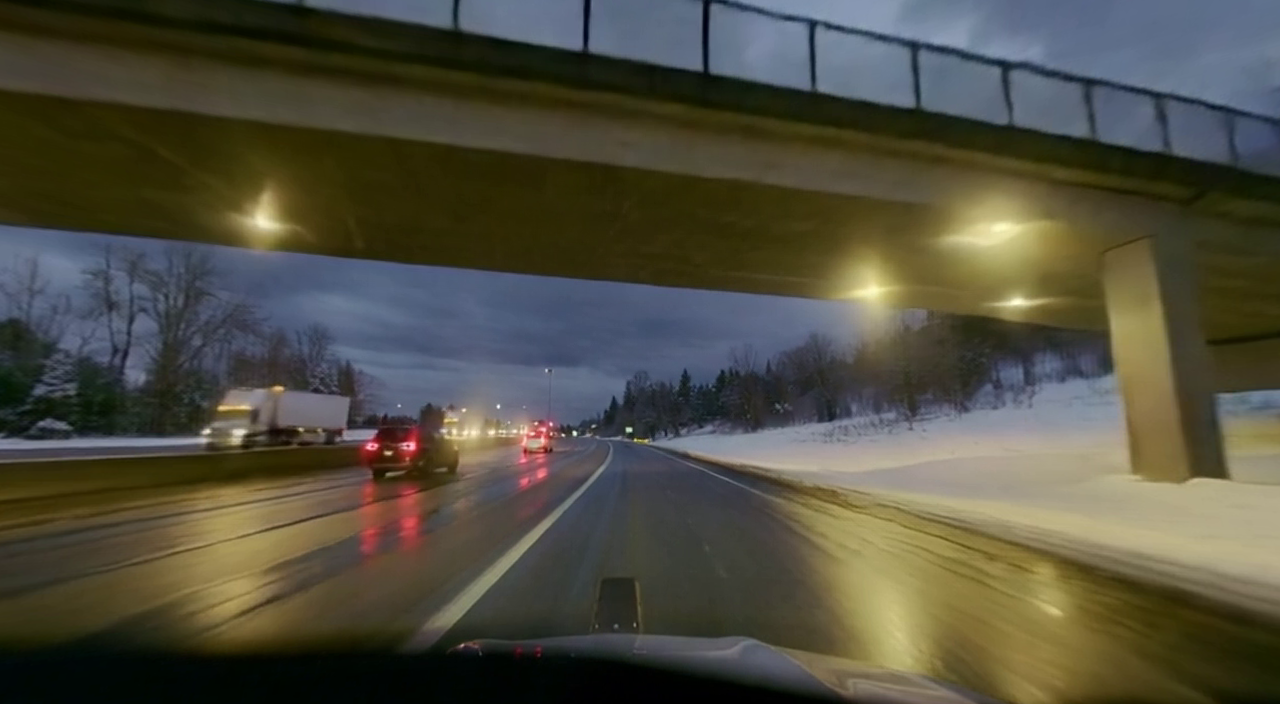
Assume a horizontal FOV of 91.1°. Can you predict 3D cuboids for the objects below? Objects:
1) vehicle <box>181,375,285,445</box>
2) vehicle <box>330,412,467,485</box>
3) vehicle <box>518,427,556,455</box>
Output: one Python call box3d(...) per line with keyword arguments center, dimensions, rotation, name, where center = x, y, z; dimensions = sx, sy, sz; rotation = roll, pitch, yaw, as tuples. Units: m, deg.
box3d(center=(-25.400, 3.705, 39.517), dimensions=(2.900, 3.916, 4.693), rotation=(4, -7, 1), name="vehicle")
box3d(center=(-7.001, 2.842, 18.920), dimensions=(2.188, 1.896, 4.810), rotation=(0, -7, 0), name="vehicle")
box3d(center=(-7.428, 6.443, 45.761), dimensions=(1.956, 1.888, 4.512), rotation=(0, -7, 0), name="vehicle")
